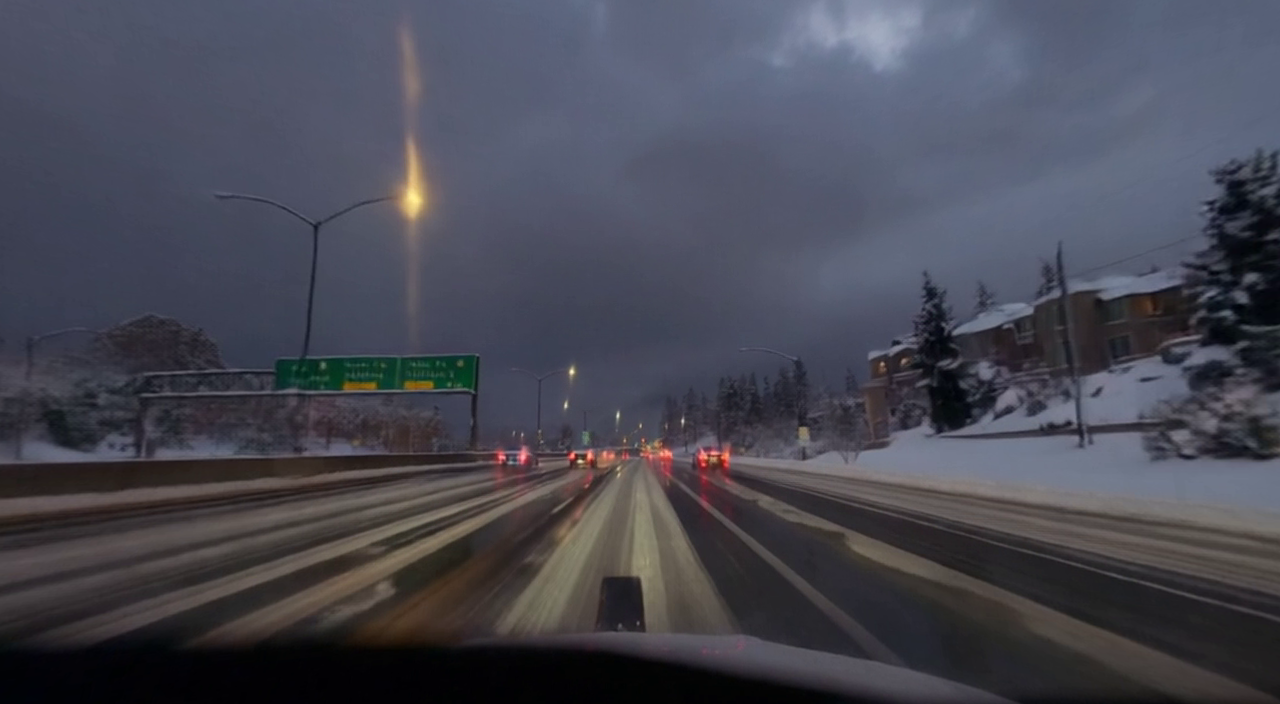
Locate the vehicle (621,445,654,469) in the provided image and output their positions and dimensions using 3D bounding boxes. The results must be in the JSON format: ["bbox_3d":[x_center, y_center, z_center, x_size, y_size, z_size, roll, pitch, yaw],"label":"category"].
[{"bbox_3d":[-0.163,7.208,43.380,2.166,1.496,4.158,0,-9,0],"label":"vehicle"}]

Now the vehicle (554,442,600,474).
[{"bbox_3d":[-3.489,5.964,35.710,2.091,1.664,4.157,0,-9,1],"label":"vehicle"}]

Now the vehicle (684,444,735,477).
[{"bbox_3d":[3.523,5.581,32.682,2.077,1.527,4.553,0,-9,0],"label":"vehicle"}]

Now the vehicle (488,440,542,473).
[{"bbox_3d":[-6.948,5.877,35.480,2.112,1.721,4.381,0,-9,1],"label":"vehicle"}]
